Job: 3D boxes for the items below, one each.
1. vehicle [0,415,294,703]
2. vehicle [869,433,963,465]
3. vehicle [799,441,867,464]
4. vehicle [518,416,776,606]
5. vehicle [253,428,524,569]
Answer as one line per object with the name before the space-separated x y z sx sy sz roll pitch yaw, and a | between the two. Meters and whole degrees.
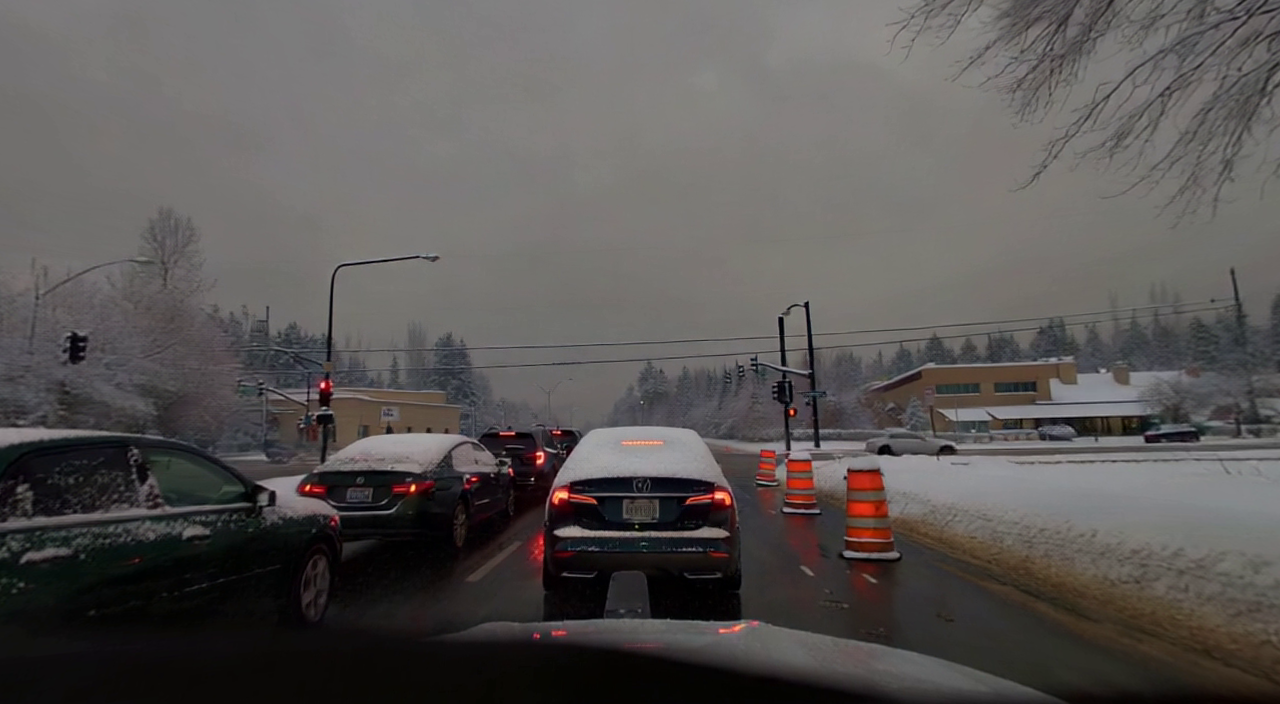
vehicle | -3.594 0.944 2.148 2.064 1.497 4.722 0 -9 1
vehicle | 17.795 6.279 40.794 5.082 1.907 2.115 0 -9 2
vehicle | 15.130 7.906 49.502 4.672 1.676 1.867 1 -9 -1
vehicle | 0.104 1.620 7.210 2.167 1.560 3.676 0 -9 1
vehicle | -3.272 1.998 9.447 1.989 1.541 4.626 0 -9 2
